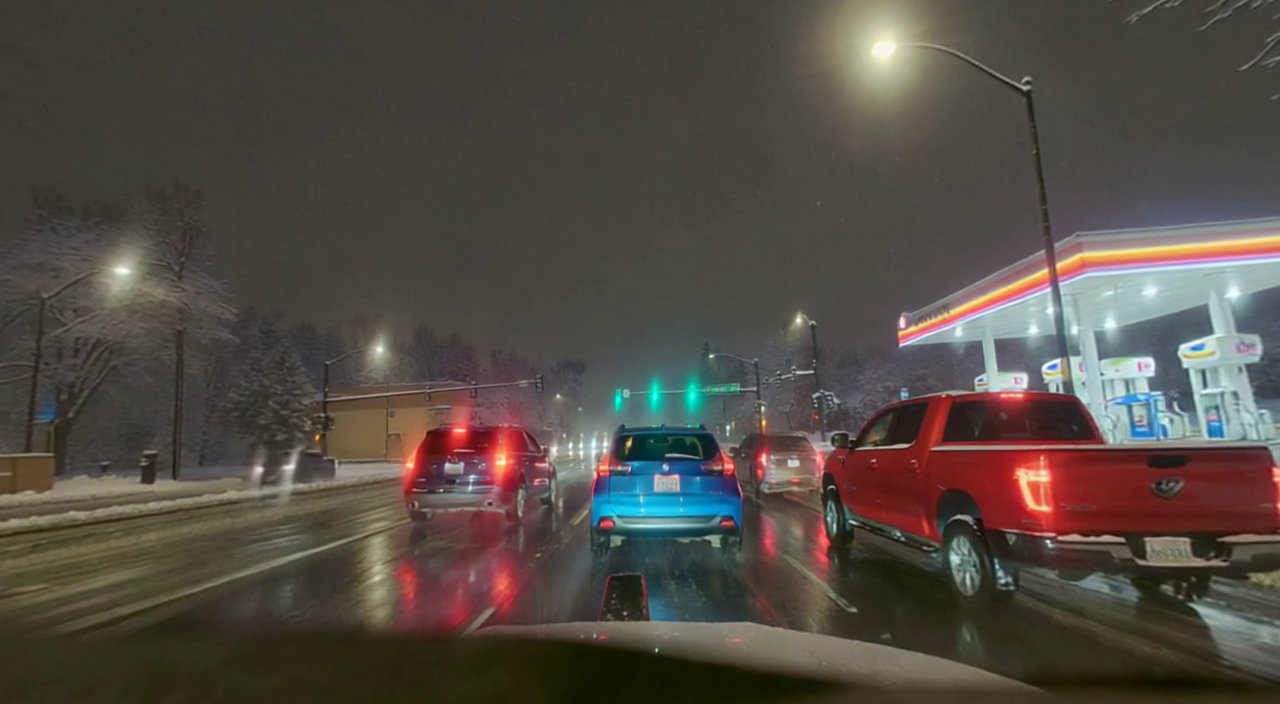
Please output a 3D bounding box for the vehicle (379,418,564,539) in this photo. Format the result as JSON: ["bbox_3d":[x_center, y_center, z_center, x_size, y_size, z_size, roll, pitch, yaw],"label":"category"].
[{"bbox_3d":[-2.704,2.148,11.328,2.019,1.731,4.299,0,-9,1],"label":"vehicle"}]

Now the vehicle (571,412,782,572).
[{"bbox_3d":[0.369,1.764,8.670,2.181,1.650,4.083,0,-9,0],"label":"vehicle"}]

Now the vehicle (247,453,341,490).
[{"bbox_3d":[-15.882,5.472,29.217,1.808,1.457,4.381,-2,-9,1],"label":"vehicle"}]

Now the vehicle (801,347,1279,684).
[{"bbox_3d":[3.416,1.294,6.238,2.161,1.868,5.321,0,-9,-1],"label":"vehicle"}]
